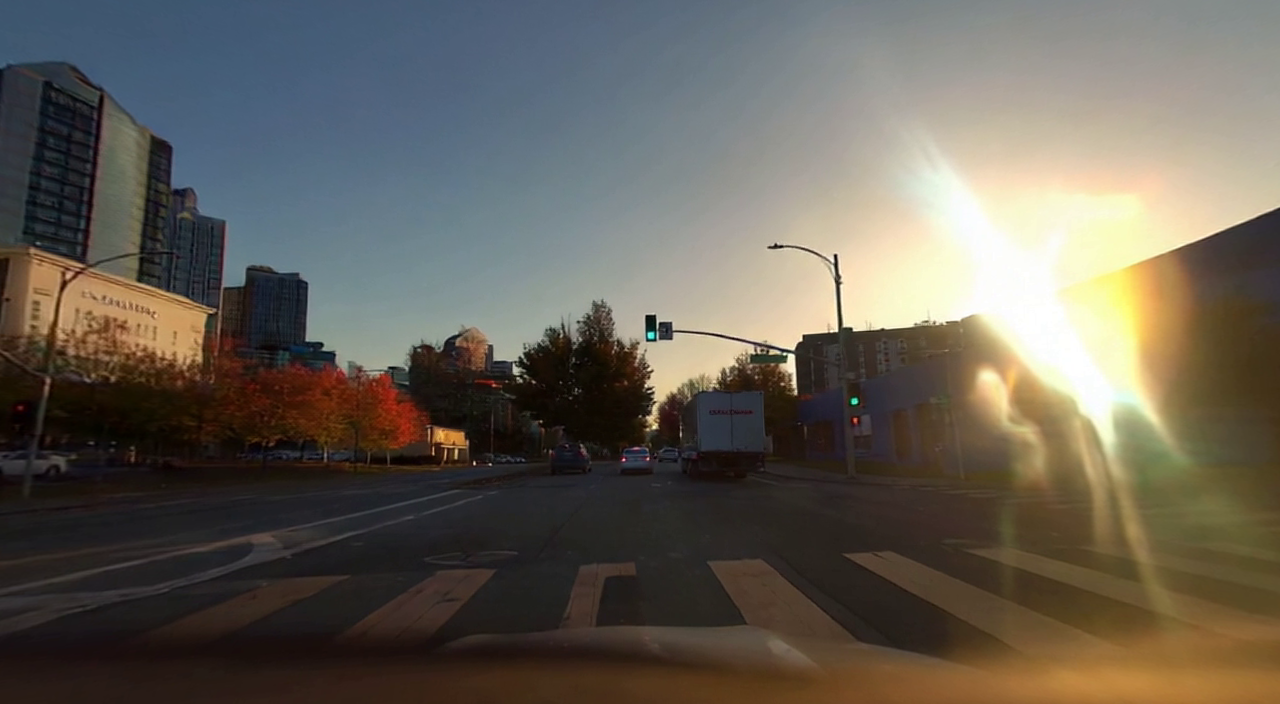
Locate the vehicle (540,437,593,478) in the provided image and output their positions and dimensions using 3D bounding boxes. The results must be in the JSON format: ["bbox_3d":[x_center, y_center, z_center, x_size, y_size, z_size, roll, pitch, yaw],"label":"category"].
[{"bbox_3d":[-3.655,5.334,32.066,2.035,1.867,4.607,0,-9,1],"label":"vehicle"}]

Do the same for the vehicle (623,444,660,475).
[{"bbox_3d":[0.076,5.768,33.932,1.846,1.528,4.348,0,-9,0],"label":"vehicle"}]

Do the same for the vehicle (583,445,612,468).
[{"bbox_3d":[-3.288,8.125,49.206,1.950,1.665,4.203,0,-9,0],"label":"vehicle"}]

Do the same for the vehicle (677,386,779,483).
[{"bbox_3d":[3.684,3.934,29.412,3.003,3.680,10.684,0,-9,-1],"label":"vehicle"}]
